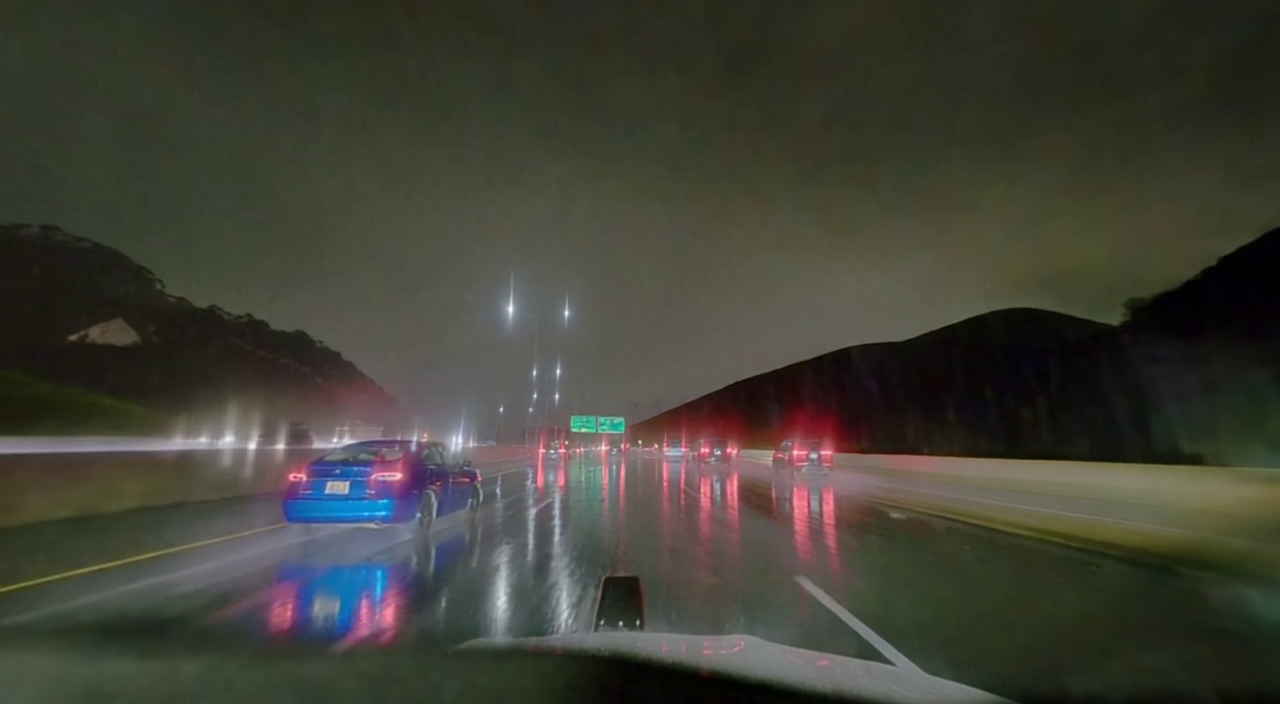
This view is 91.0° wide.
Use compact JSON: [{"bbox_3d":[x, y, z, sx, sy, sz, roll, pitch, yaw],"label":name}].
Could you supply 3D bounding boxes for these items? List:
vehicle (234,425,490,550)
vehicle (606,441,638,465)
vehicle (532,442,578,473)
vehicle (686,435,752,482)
[{"bbox_3d":[-3.921,1.990,9.899,1.993,1.500,4.248,0,-9,1],"label":"vehicle"},{"bbox_3d":[-1.226,7.042,44.079,2.147,1.572,4.094,0,-9,-1],"label":"vehicle"},{"bbox_3d":[-4.307,5.371,32.287,1.796,1.464,3.839,0,-9,0],"label":"vehicle"},{"bbox_3d":[3.308,4.562,27.327,2.222,1.820,4.733,0,-9,-1],"label":"vehicle"}]
